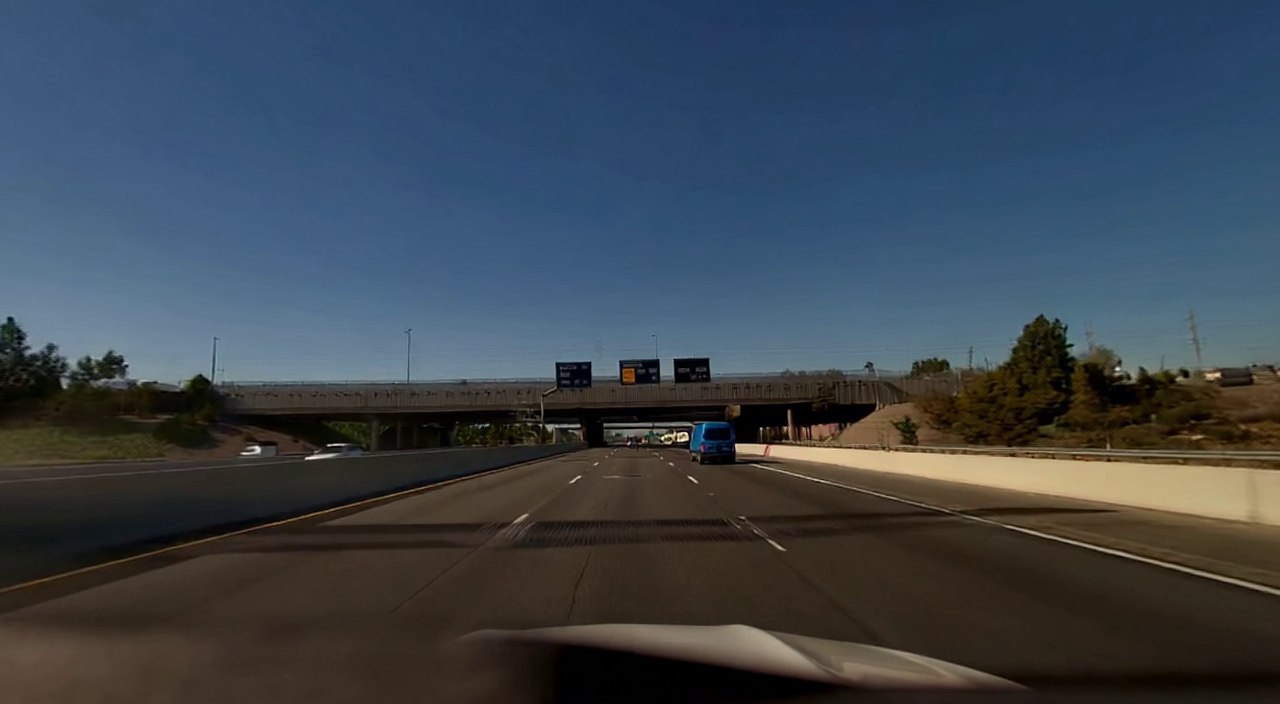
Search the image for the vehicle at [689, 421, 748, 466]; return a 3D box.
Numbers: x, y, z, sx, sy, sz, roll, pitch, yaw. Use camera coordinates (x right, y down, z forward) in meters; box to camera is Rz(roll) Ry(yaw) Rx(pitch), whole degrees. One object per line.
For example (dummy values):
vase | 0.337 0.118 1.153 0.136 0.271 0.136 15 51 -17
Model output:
vehicle | 3.740 4.487 30.845 2.161 2.002 4.631 0 -8 -2
